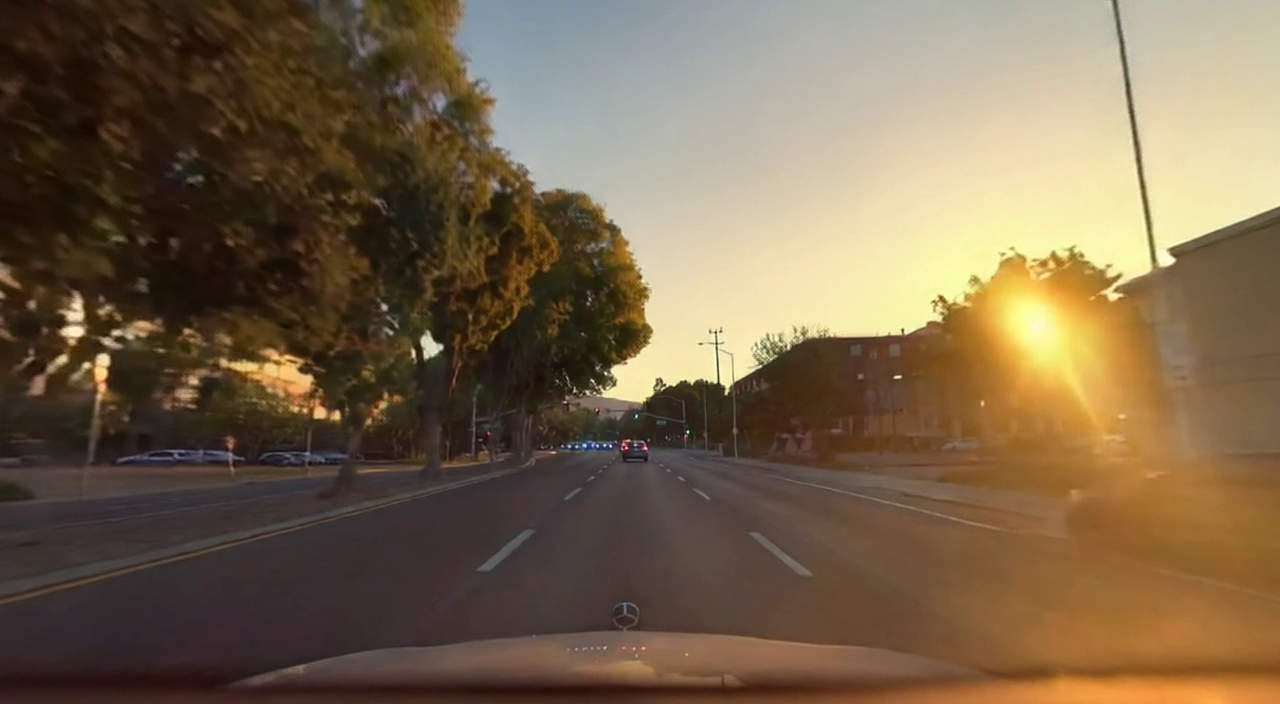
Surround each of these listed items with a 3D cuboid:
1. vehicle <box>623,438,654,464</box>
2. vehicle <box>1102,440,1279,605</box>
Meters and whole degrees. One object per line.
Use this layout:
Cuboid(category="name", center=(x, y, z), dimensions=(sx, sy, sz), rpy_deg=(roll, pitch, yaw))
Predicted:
Cuboid(category="vehicle", center=(-0.157, 7.260, 46.218), dimensions=(2.188, 1.782, 3.982), rpy_deg=(0, -9, -1))
Cuboid(category="vehicle", center=(6.725, 1.501, 5.483), dimensions=(1.959, 1.466, 4.528), rpy_deg=(0, -9, -1))
